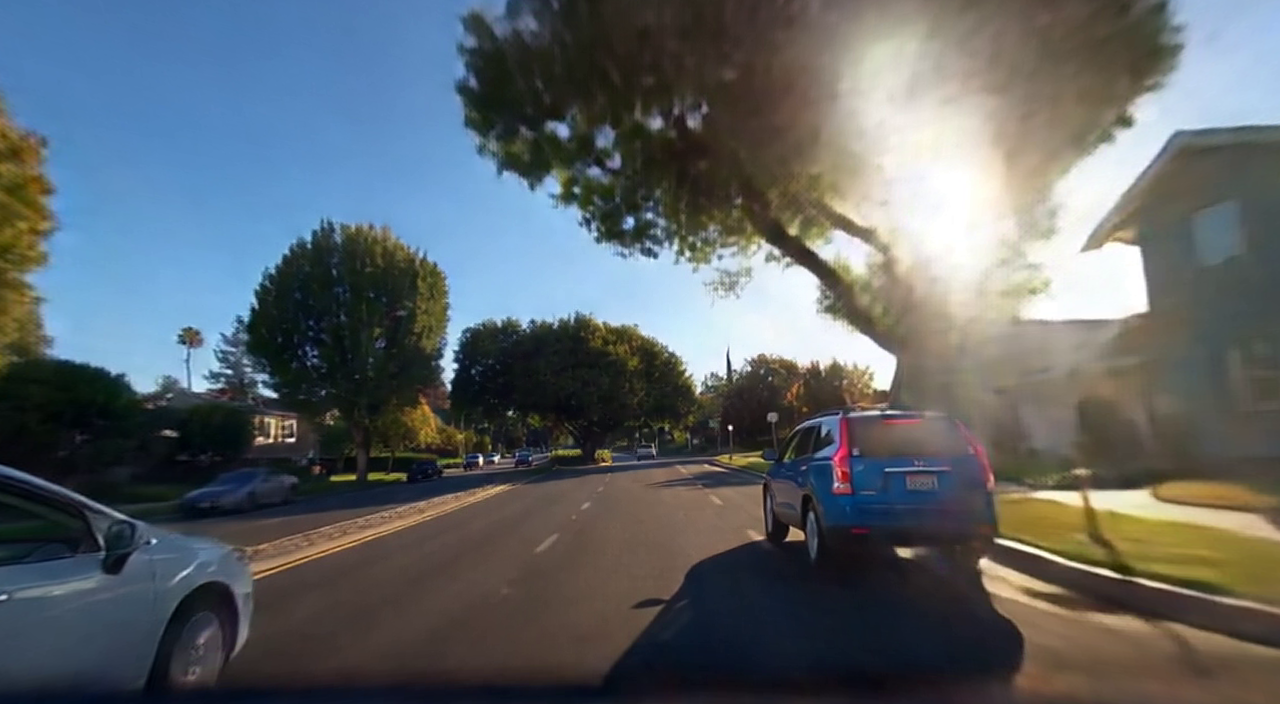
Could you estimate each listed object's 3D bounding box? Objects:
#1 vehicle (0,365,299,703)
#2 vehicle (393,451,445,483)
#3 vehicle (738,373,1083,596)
[{"bbox_3d":[-3.333,0.836,1.891,2.058,1.659,4.514,-1,-8,0],"label":"vehicle"},{"bbox_3d":[-13.541,7.033,38.836,1.931,1.788,4.224,0,-9,-4],"label":"vehicle"},{"bbox_3d":[2.962,1.653,8.771,2.338,2.063,5.592,-1,-8,1],"label":"vehicle"}]
